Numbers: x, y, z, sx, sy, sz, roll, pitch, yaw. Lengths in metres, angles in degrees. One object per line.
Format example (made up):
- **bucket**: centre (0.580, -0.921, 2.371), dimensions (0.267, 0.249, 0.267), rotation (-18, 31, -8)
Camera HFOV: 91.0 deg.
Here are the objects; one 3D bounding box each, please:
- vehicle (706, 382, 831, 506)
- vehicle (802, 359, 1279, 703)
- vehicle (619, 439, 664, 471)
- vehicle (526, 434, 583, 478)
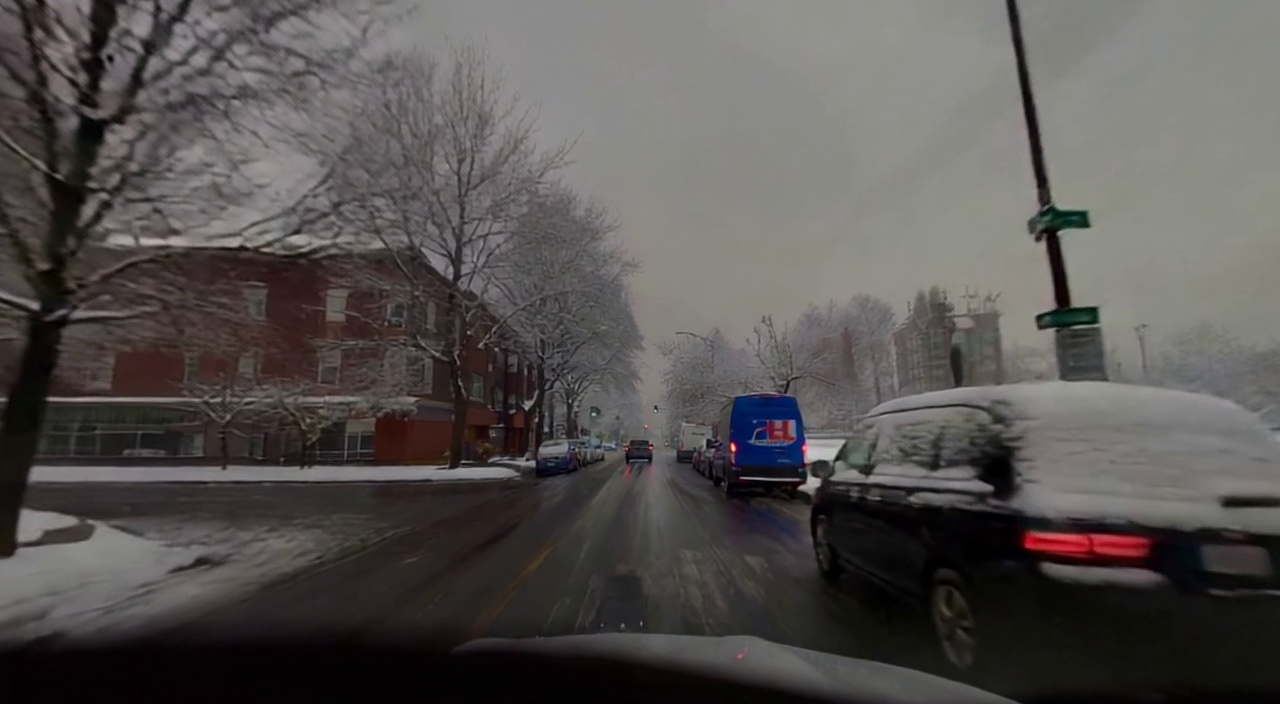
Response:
- **vehicle**: centre (3.266, 2.533, 17.518), dimensions (2.245, 2.843, 5.762), rotation (0, -8, 0)
- **vehicle**: centre (2.871, 1.203, 4.852), dimensions (2.045, 1.728, 4.446), rotation (0, -8, 0)
- **vehicle**: centre (0.088, 5.124, 31.535), dimensions (2.095, 1.510, 3.605), rotation (0, -8, 1)
- **vehicle**: centre (-3.826, 4.702, 28.908), dimensions (1.951, 1.662, 4.046), rotation (0, -4, 1)
